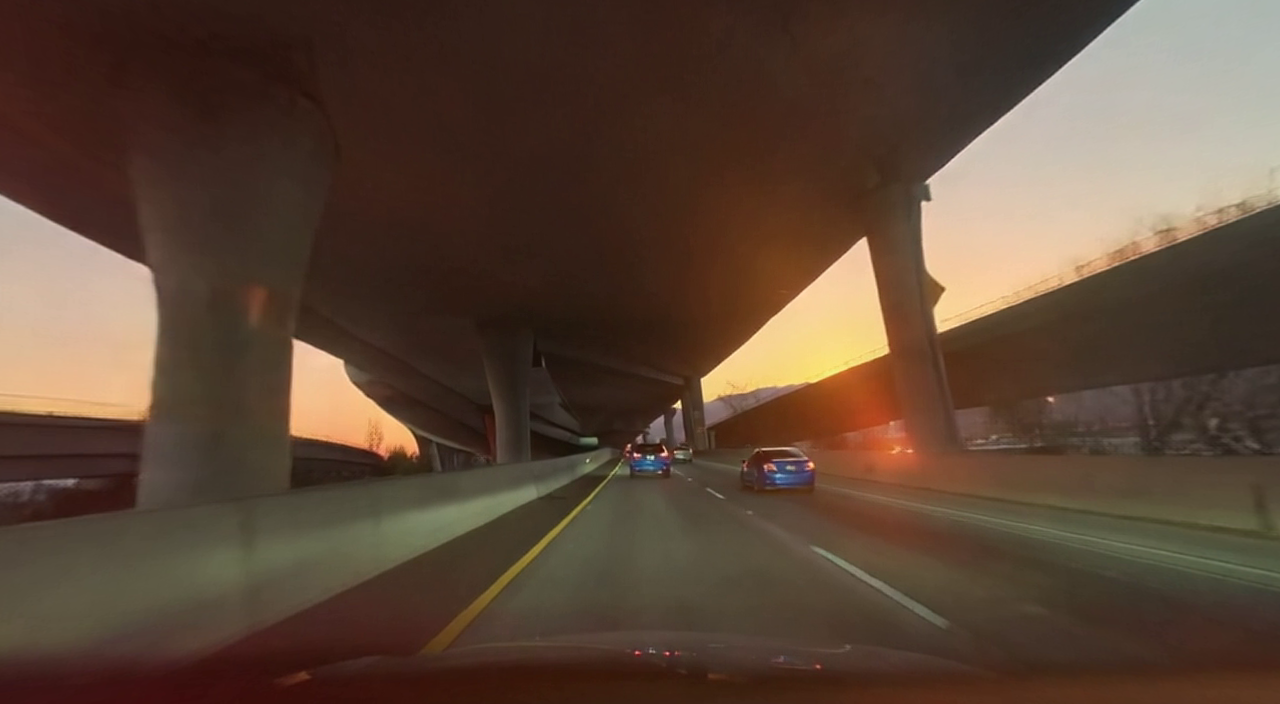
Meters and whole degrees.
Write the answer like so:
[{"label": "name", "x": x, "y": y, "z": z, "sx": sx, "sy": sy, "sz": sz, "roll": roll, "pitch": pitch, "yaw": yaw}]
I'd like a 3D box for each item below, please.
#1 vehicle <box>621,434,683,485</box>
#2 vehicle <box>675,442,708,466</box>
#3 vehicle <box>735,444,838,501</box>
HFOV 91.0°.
[{"label": "vehicle", "x": 0.425, "y": 4.278, "z": 25.301, "sx": 2.264, "sy": 1.841, "sz": 4.583, "roll": 0, "pitch": -9, "yaw": 0}, {"label": "vehicle", "x": 3.800, "y": 7.608, "z": 46.954, "sx": 2.047, "sy": 1.700, "sz": 4.069, "roll": 0, "pitch": -9, "yaw": -1}, {"label": "vehicle", "x": 4.284, "y": 3.566, "z": 19.077, "sx": 2.047, "sy": 1.500, "sz": 4.017, "roll": 1, "pitch": -9, "yaw": -2}]
